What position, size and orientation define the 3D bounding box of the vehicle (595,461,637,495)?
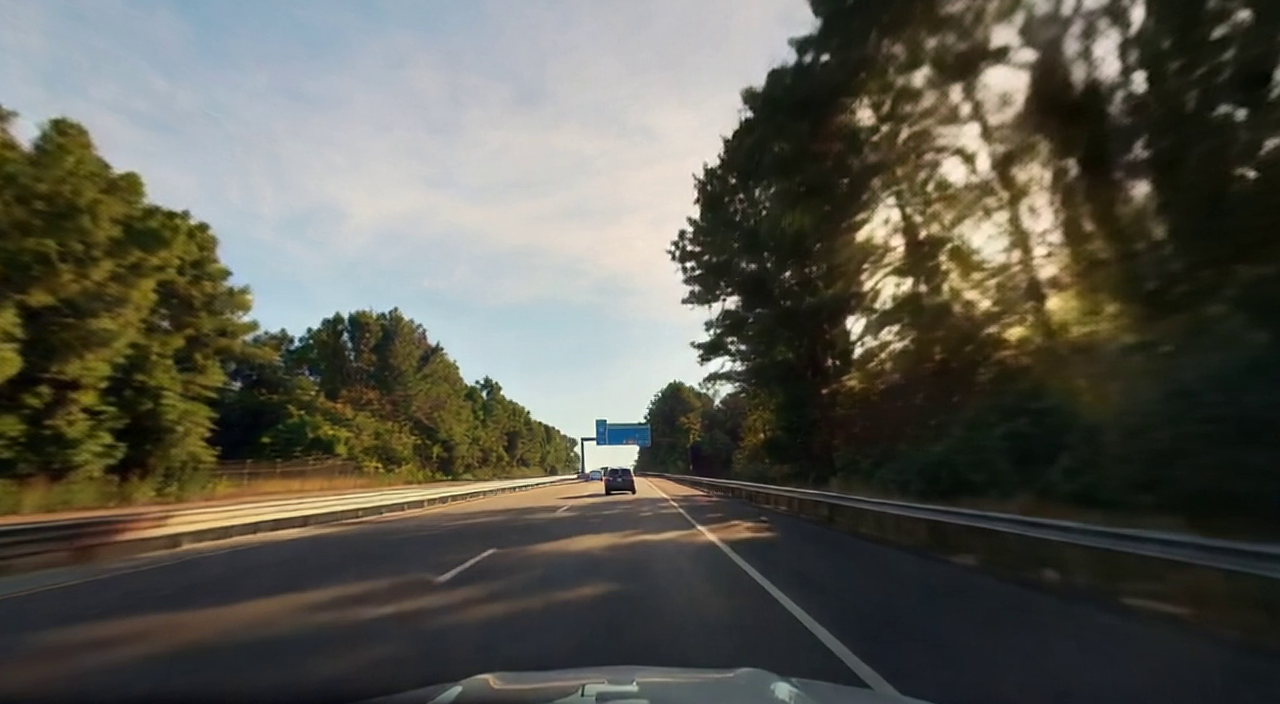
[{"bbox_3d":[-1.251,6.891,34.625,2.107,1.668,4.554,1,-11,0],"label":"vehicle"}]
